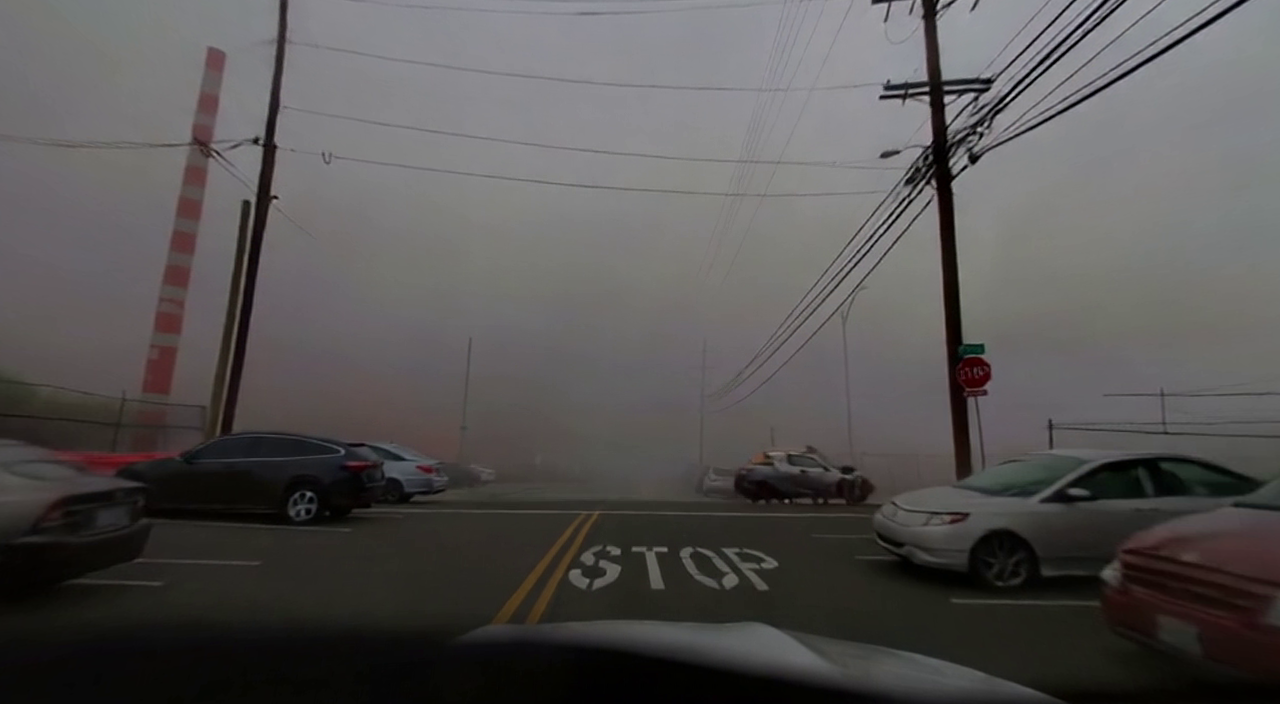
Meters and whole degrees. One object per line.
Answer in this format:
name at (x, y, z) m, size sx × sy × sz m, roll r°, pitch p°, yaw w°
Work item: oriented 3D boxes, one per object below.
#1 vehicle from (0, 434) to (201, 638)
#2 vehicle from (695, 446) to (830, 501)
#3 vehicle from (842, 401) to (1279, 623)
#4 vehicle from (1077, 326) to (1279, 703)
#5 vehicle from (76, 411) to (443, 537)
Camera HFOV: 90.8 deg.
vehicle at (-6.909, 1.363, 5.425) m, size 4.713 × 1.440 × 1.984 m, roll 3°, pitch -11°, yaw 2°
vehicle at (4.050, 4.080, 21.411) m, size 4.157 × 1.754 × 1.835 m, roll 0°, pitch -9°, yaw -1°
vehicle at (4.481, 1.496, 5.883) m, size 4.554 × 1.473 × 1.876 m, roll 5°, pitch -11°, yaw -3°
vehicle at (4.890, 0.924, 2.740) m, size 4.450 × 1.719 × 2.066 m, roll 4°, pitch -10°, yaw 1°
vehicle at (-6.372, 2.096, 11.139) m, size 5.025 × 1.648 × 2.055 m, roll 4°, pitch -9°, yaw -1°
